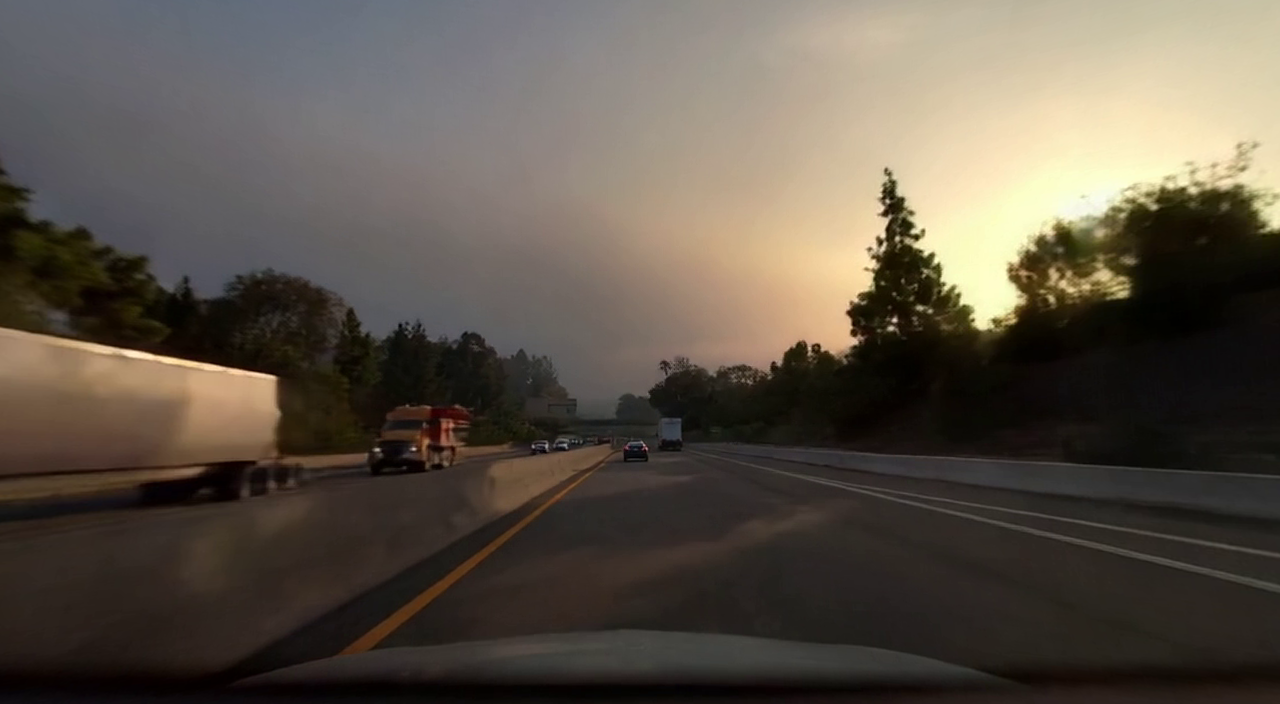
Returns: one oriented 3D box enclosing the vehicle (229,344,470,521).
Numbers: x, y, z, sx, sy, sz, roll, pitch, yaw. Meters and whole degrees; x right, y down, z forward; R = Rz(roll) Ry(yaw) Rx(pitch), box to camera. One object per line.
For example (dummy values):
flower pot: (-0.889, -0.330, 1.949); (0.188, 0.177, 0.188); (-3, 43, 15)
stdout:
vehicle: (-8.332, 2.602, 20.113); (3.129, 4.014, 10.246); (-4, -8, -2)

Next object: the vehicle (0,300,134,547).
vehicle: (-12.687, 0.658, 7.041); (3.059, 4.267, 13.103); (0, -9, 0)

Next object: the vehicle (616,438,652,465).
vehicle: (-0.362, 5.756, 36.624); (2.004, 1.472, 4.075); (0, -8, -1)
